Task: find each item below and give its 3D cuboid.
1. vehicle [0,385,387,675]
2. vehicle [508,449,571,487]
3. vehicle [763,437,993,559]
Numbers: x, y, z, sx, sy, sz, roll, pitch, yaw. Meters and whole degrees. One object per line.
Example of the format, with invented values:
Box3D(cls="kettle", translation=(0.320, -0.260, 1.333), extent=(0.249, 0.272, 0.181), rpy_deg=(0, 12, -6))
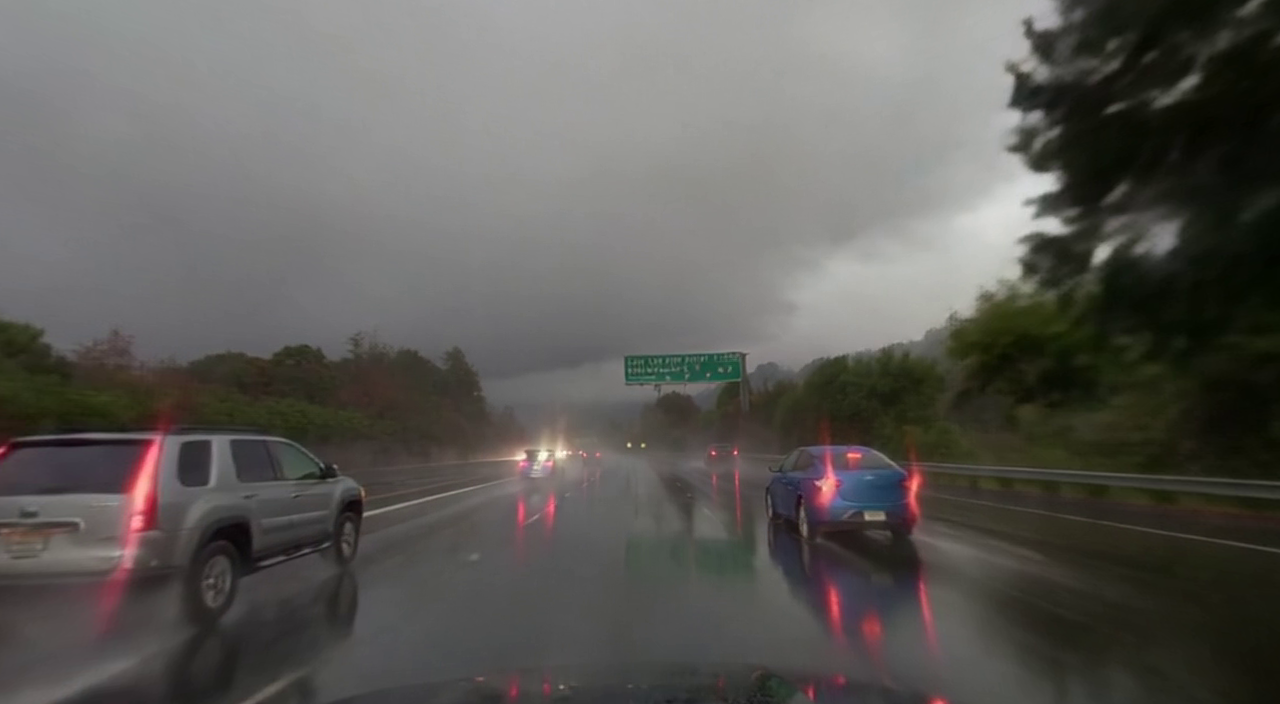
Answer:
Box3D(cls="vehicle", translation=(-4.365, 1.410, 6.026), extent=(2.079, 1.745, 4.281), rpy_deg=(0, -9, 0))
Box3D(cls="vehicle", translation=(-4.248, 4.945, 27.244), extent=(2.009, 1.488, 4.289), rpy_deg=(0, -9, 0))
Box3D(cls="vehicle", translation=(3.550, 2.258, 10.481), extent=(2.120, 1.572, 4.344), rpy_deg=(0, -9, 0))
